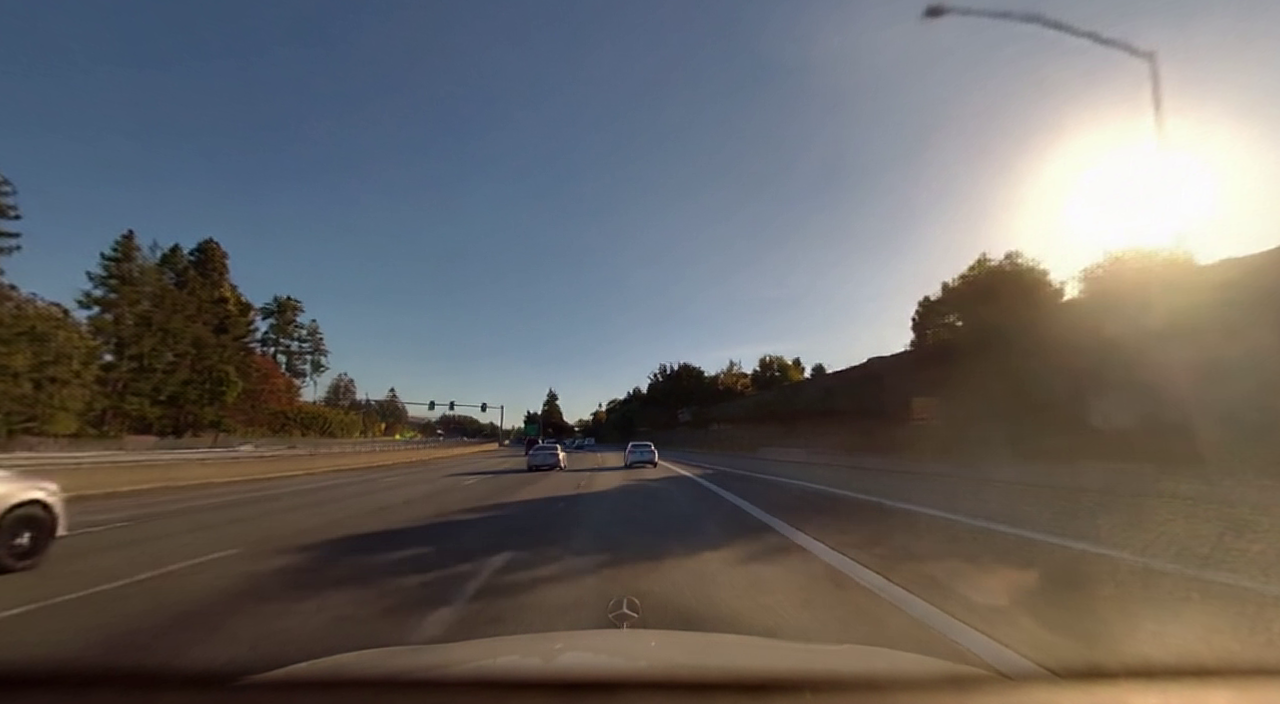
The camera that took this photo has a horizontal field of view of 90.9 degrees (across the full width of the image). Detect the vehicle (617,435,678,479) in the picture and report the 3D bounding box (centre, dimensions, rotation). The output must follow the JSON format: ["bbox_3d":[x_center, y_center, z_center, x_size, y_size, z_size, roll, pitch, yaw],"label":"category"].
[{"bbox_3d":[0.196,3.818,23.134,2.051,1.444,3.927,0,-9,-2],"label":"vehicle"}]

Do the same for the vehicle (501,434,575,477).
[{"bbox_3d":[-3.968,4.137,25.465,2.246,1.519,4.980,0,-9,-1],"label":"vehicle"}]
